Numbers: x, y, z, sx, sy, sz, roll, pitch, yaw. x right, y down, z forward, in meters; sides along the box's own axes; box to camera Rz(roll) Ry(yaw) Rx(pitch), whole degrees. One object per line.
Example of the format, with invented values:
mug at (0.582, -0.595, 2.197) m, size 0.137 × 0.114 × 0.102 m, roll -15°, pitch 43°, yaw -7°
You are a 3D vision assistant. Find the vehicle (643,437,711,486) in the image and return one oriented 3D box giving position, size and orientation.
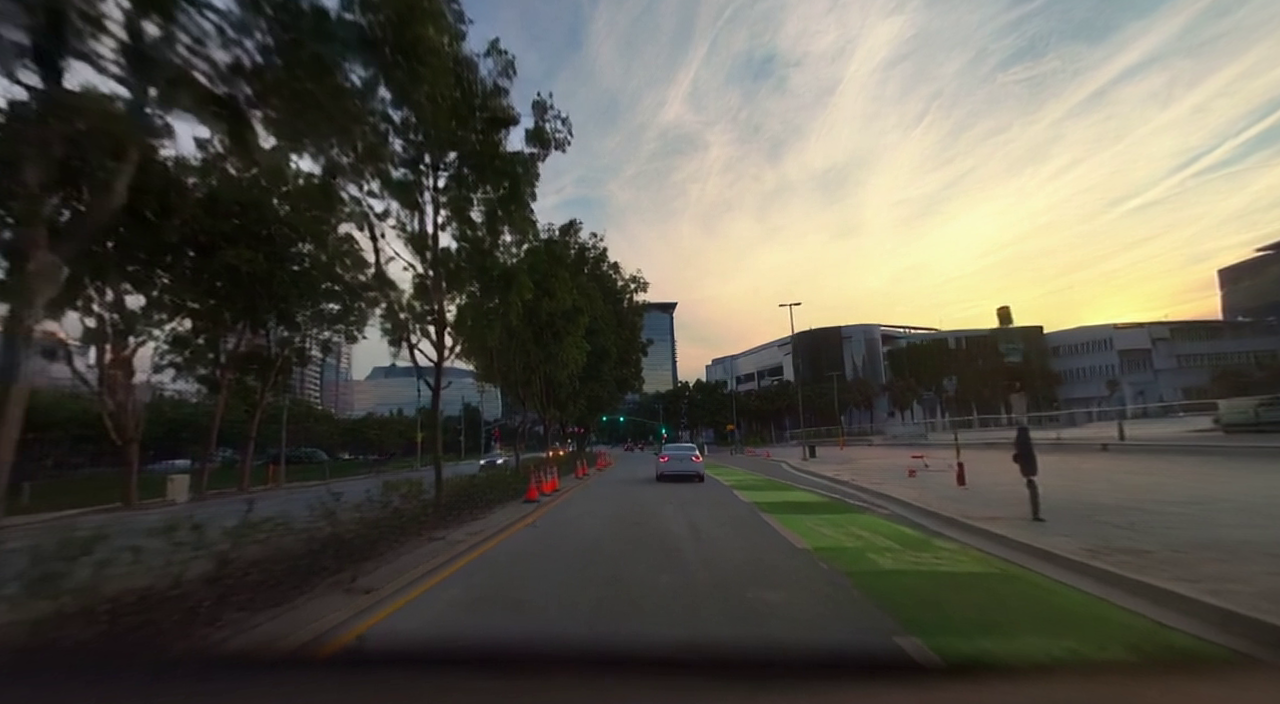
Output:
vehicle at (1.214, 3.755, 22.029) m, size 2.114 × 1.493 × 4.430 m, roll 0°, pitch -8°, yaw 1°

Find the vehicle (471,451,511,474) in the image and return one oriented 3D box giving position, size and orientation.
vehicle at (-10.779, 7.993, 46.003) m, size 2.010 × 1.487 × 4.427 m, roll 0°, pitch -8°, yaw -2°
